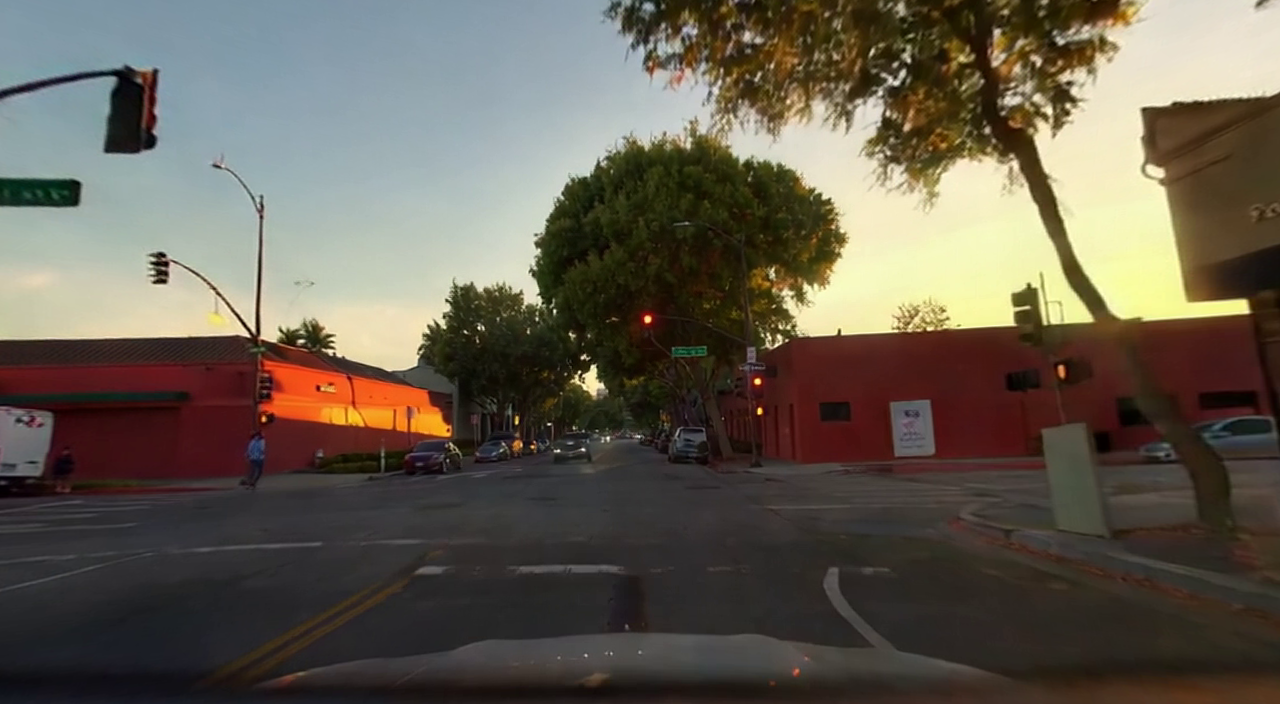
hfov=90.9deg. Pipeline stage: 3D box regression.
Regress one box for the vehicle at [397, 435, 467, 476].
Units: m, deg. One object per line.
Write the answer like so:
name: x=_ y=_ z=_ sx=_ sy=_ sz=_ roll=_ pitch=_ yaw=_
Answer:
vehicle: x=-9.980 y=4.979 z=30.671 sx=2.216 sy=1.804 sz=4.526 roll=1 pitch=-8 yaw=-5

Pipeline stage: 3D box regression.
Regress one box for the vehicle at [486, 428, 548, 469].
vehicle: x=-6.047 y=4.831 z=31.584 sx=2.242 sy=1.887 sz=4.924 roll=0 pitch=-8 yaw=-2

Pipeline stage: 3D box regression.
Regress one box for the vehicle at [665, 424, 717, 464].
vehicle: x=2.971 y=5.532 z=37.990 sx=2.557 sy=2.188 sz=5.164 roll=0 pitch=-8 yaw=-2

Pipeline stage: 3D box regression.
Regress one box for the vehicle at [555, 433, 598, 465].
vehicle: x=-3.349 y=5.205 z=33.989 sx=2.033 sy=1.596 sz=4.142 roll=0 pitch=-8 yaw=-2
